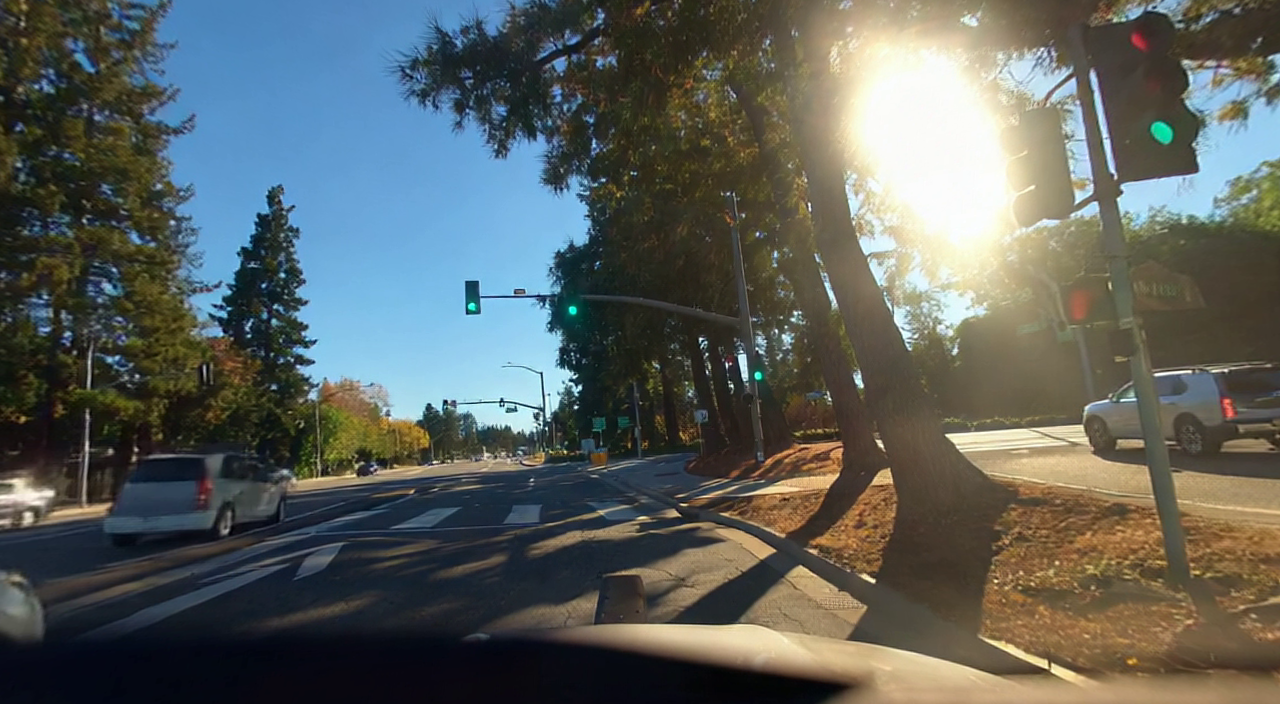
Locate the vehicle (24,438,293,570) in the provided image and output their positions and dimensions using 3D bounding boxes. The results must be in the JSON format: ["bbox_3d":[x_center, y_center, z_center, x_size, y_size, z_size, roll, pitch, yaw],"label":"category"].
[{"bbox_3d":[-8.208,2.537,11.422,2.062,1.740,4.198,-3,-8,-9],"label":"vehicle"}]

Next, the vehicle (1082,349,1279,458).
[{"bbox_3d":[10.651,1.087,11.797,1.855,1.669,4.529,-2,-9,6],"label":"vehicle"}]
